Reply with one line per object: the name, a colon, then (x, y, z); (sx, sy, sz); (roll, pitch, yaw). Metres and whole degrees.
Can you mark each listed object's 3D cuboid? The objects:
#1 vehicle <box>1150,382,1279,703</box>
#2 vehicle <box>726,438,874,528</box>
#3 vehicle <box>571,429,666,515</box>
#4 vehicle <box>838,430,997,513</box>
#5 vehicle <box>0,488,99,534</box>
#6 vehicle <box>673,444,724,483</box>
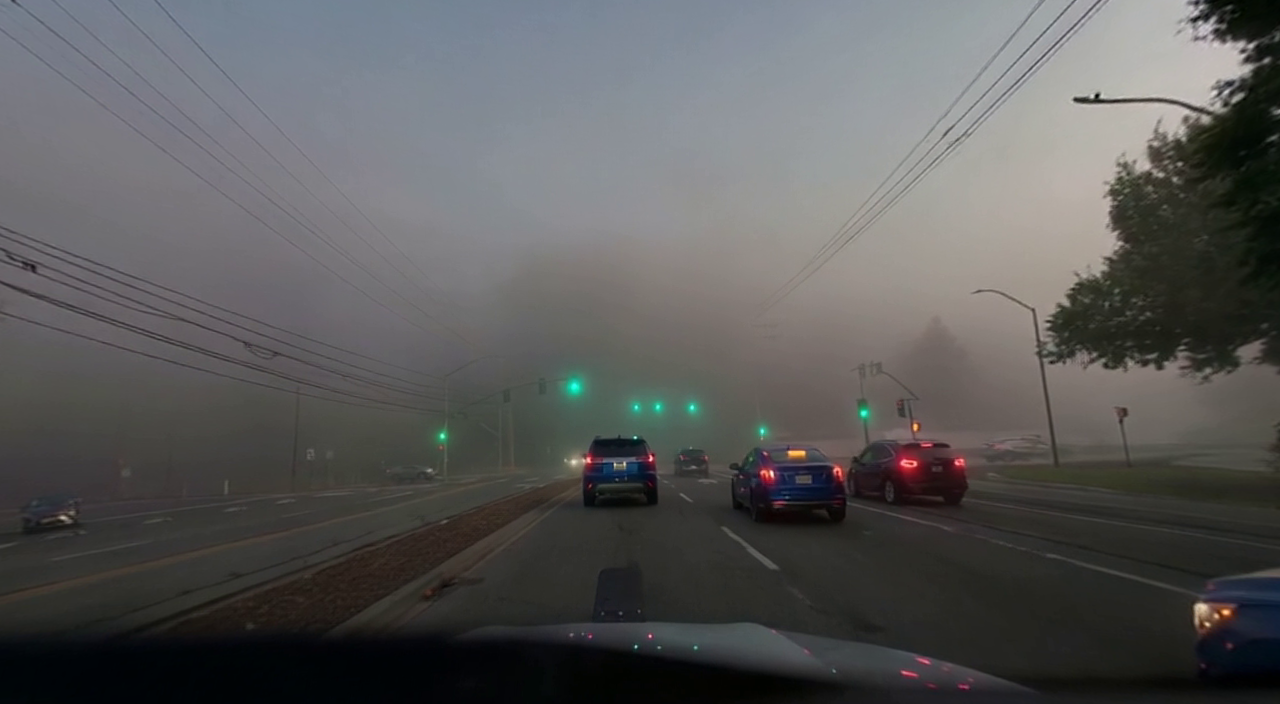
vehicle: (3.248, 0.620, 0.573); (1.889, 1.517, 4.308); (0, -9, -1)
vehicle: (3.169, 2.677, 13.548); (1.880, 1.579, 4.401); (0, -9, -2)
vehicle: (-0.580, 3.160, 17.093); (2.231, 1.998, 4.254); (0, -9, -2)
vehicle: (6.693, 2.917, 15.889); (1.929, 1.753, 4.396); (0, -9, -1)
vehicle: (-26.926, 7.197, 28.582); (4.526, 1.715, 1.989); (-10, -13, 26)
vehicle: (2.776, 5.403, 30.844); (1.915, 1.765, 4.047); (0, -9, -2)
